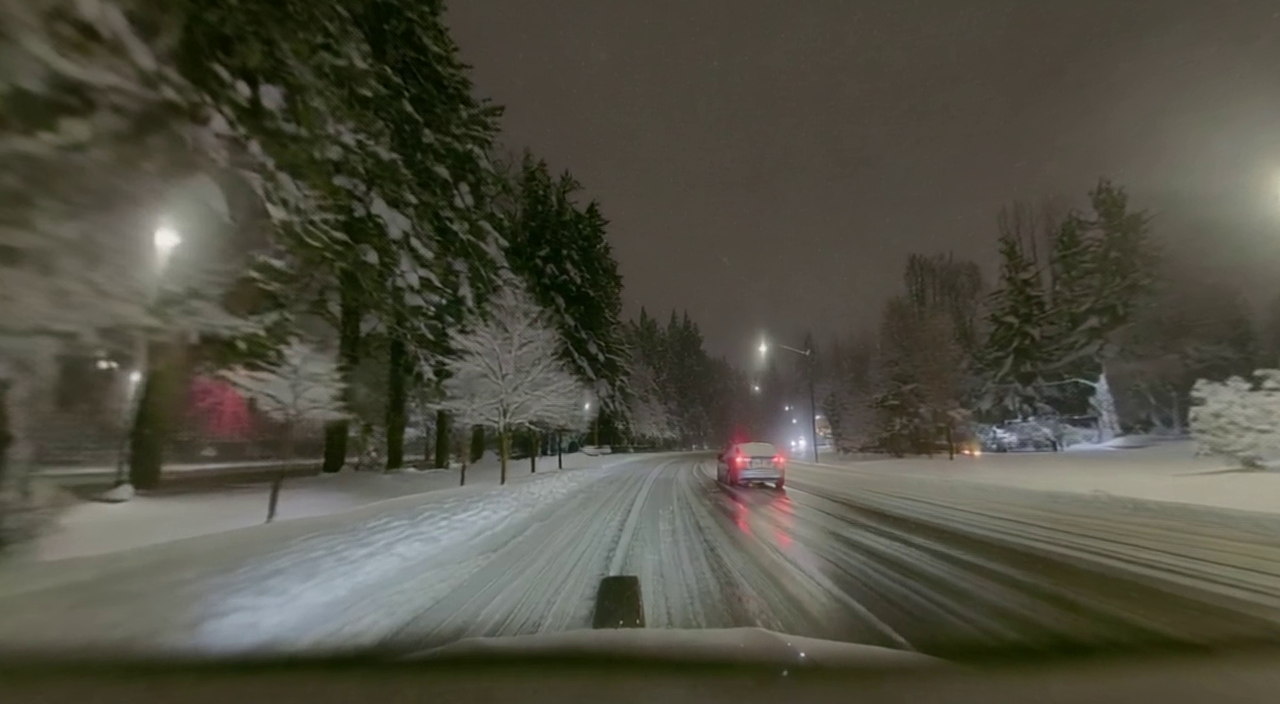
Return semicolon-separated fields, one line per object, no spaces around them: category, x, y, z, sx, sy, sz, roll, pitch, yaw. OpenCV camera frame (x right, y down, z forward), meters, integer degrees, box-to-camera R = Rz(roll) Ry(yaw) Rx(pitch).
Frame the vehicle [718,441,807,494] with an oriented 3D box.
vehicle;3.761;3.622;20.246;1.928;1.481;4.453;0;-9;0
